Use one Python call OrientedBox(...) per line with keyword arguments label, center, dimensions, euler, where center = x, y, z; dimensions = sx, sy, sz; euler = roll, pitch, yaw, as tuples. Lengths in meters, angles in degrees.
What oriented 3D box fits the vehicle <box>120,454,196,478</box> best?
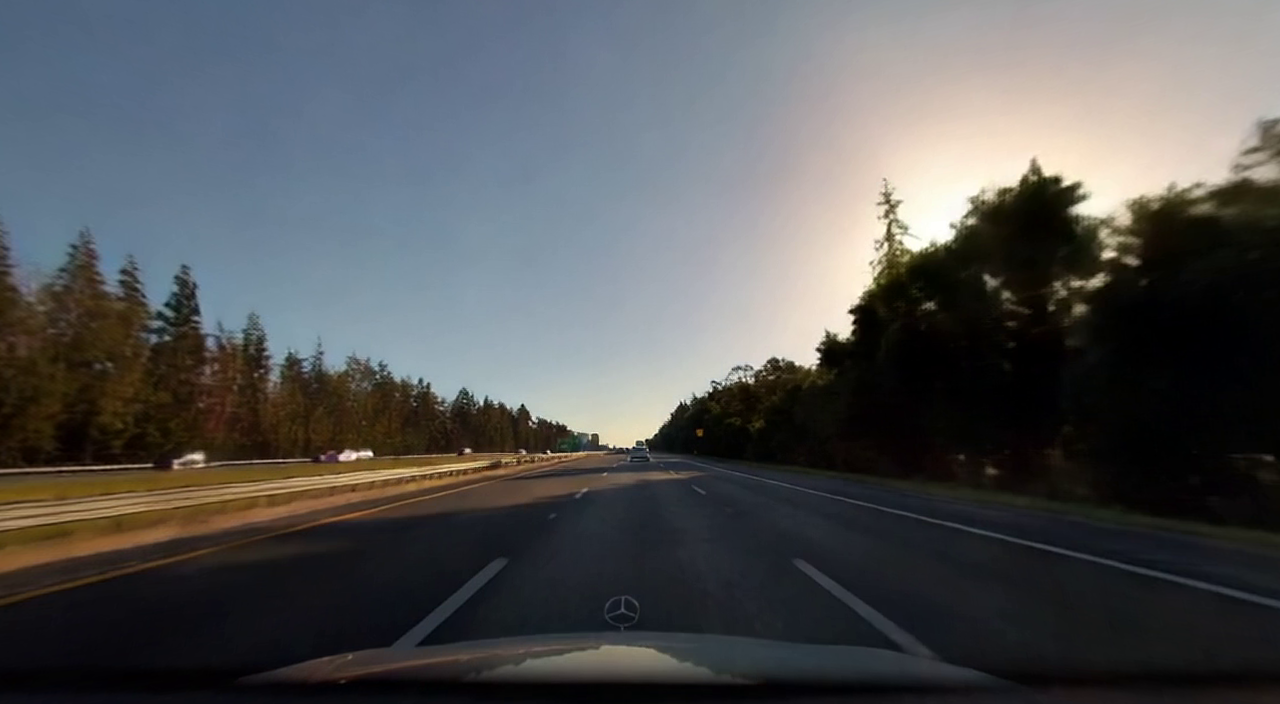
OrientedBox(label="vehicle", center=(-32.145, 7.576, 42.288), dimensions=(1.778, 1.470, 4.225), euler=(0, -9, 0))
